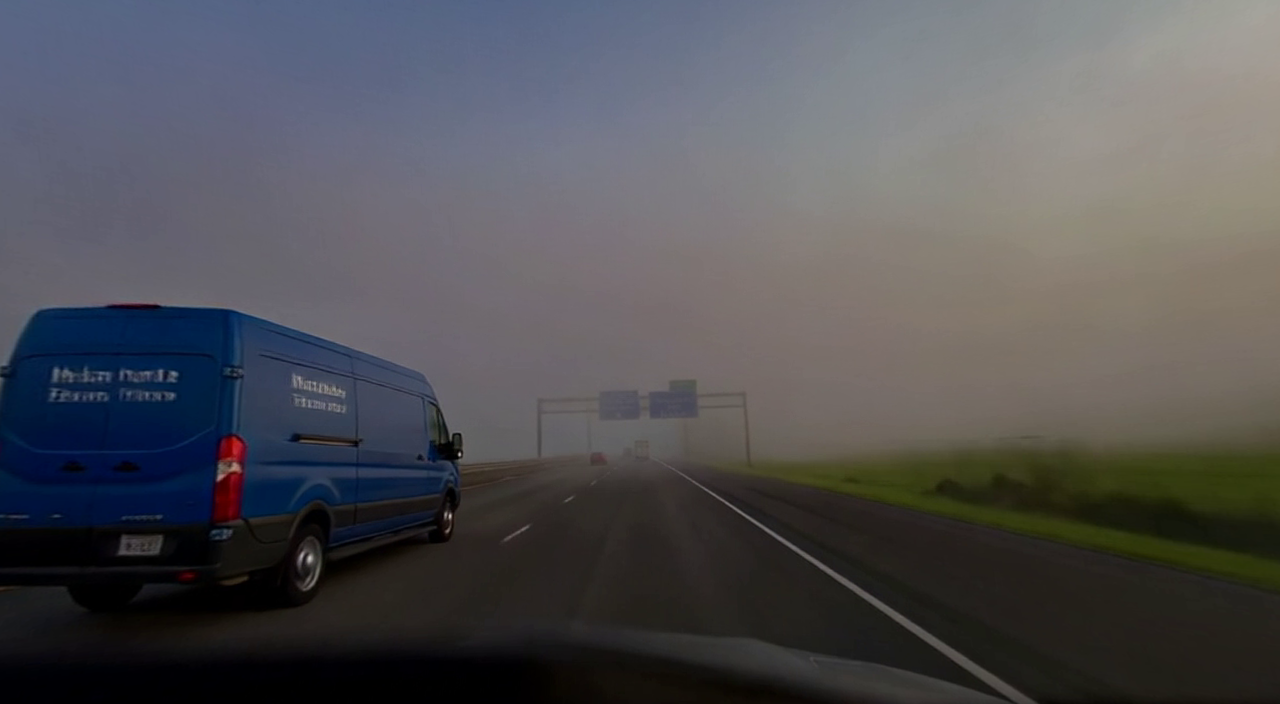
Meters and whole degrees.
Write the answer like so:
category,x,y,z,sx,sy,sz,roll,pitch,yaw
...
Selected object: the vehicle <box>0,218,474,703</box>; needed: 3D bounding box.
category,x,y,z,sx,sy,sz,roll,pitch,yaw
vehicle,-3.879,1.090,6.722,2.320,2.636,7.021,0,-9,0
